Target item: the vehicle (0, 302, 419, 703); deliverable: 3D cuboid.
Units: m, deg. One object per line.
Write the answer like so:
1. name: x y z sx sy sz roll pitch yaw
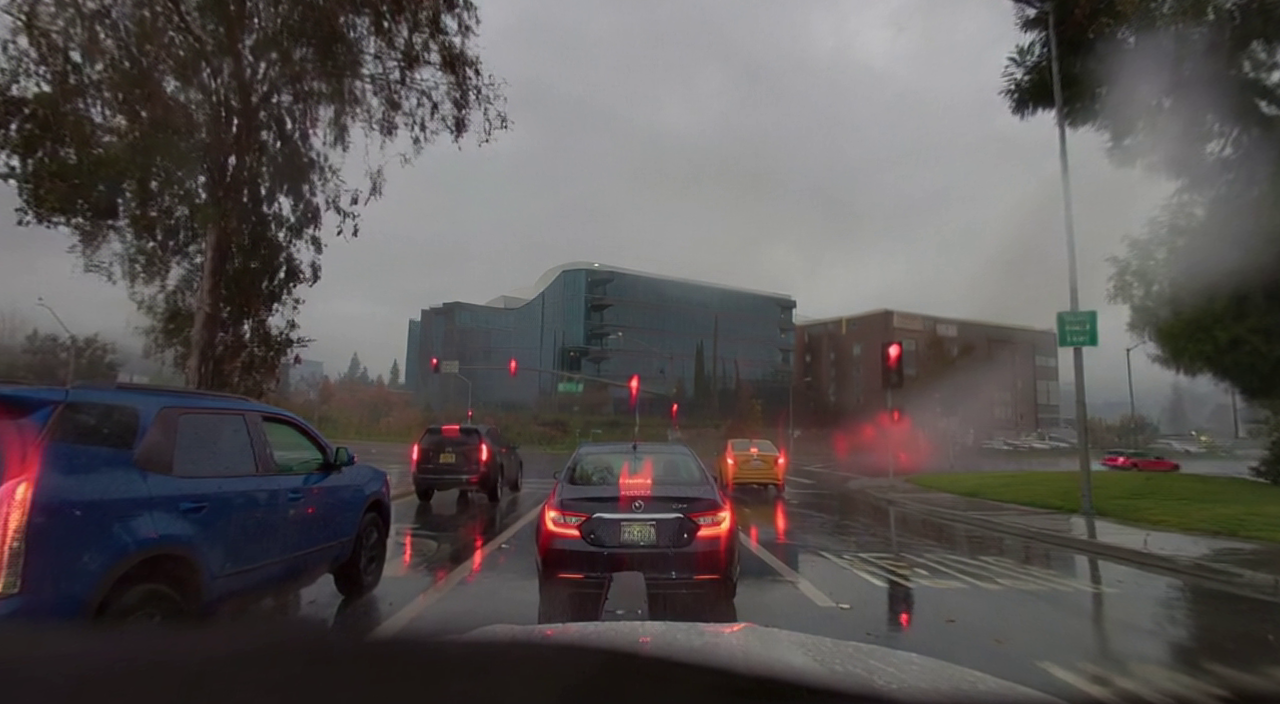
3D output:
1. vehicle: -3.142 1.012 4.138 1.924 1.737 4.387 0 -8 -2

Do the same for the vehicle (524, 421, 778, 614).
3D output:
1. vehicle: -0.061 1.626 7.261 2.001 1.483 4.442 0 -8 -4

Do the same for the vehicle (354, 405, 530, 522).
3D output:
1. vehicle: -3.872 2.315 13.694 2.305 1.984 5.586 0 -8 -3

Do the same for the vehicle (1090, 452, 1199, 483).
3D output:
1. vehicle: 31.745 7.271 39.901 4.874 1.854 2.230 0 -8 2
